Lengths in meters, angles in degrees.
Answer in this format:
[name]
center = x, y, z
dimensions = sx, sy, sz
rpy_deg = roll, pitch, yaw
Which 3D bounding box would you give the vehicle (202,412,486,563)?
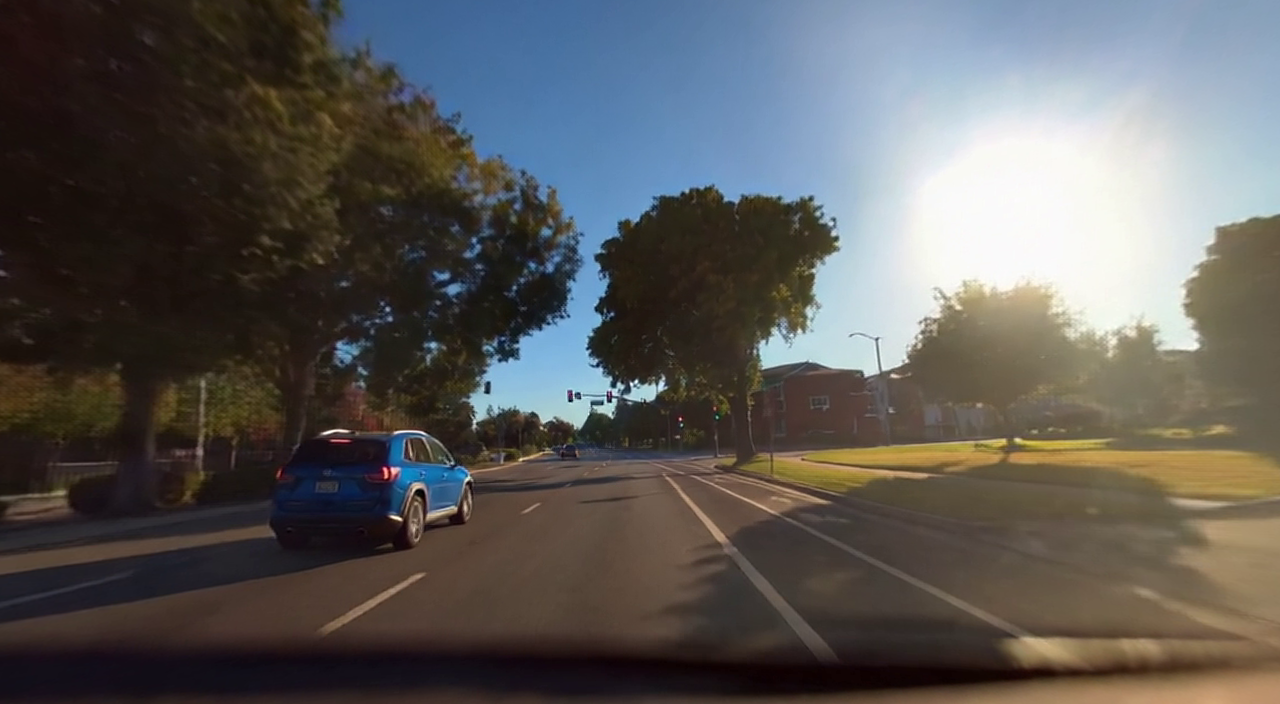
[vehicle]
center = -3.953, 1.891, 9.529
dimensions = 2.121, 1.724, 4.392
rpy_deg = 0, -9, 0
